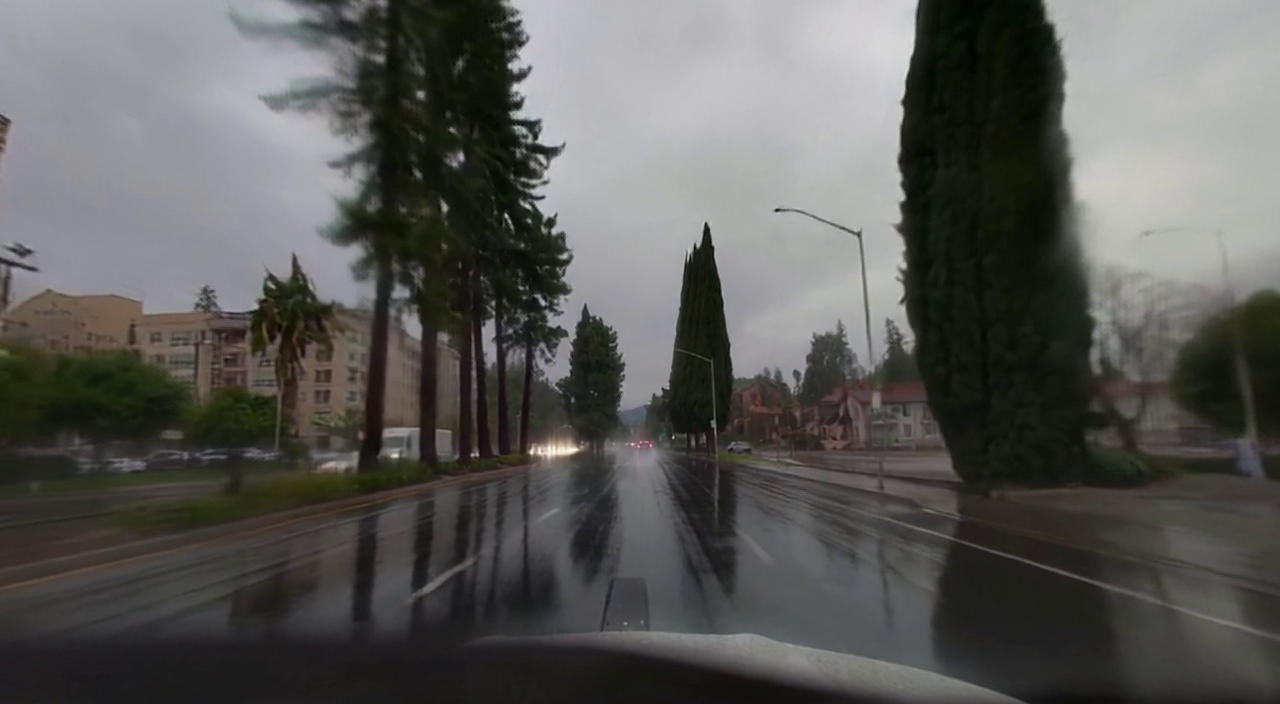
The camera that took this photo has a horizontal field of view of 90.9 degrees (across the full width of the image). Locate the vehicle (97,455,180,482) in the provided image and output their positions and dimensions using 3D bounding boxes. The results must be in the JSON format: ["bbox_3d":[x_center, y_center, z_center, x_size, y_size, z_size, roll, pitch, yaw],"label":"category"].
[{"bbox_3d":[-32.531,7.541,40.946,4.001,1.415,1.693,-3,-8,0],"label":"vehicle"}]

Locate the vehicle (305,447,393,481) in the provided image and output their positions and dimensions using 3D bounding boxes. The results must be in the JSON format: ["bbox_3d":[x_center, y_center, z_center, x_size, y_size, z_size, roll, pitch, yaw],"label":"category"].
[{"bbox_3d":[-13.746,5.288,30.116,1.914,1.496,4.742,0,-8,0],"label":"vehicle"}]
